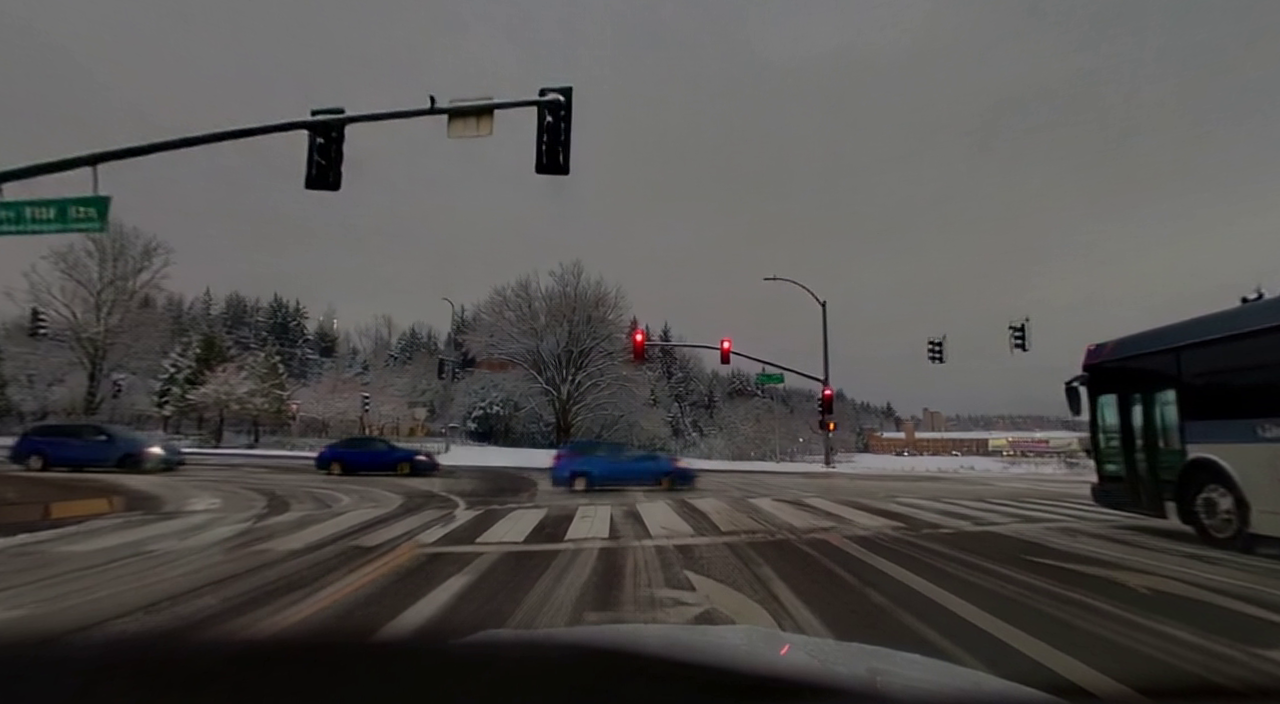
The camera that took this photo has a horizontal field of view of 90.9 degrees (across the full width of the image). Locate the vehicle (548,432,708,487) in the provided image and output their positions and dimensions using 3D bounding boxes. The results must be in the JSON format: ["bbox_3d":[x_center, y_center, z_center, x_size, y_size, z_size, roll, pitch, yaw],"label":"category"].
[{"bbox_3d":[-0.407,3.627,21.270,5.014,1.675,1.906,4,-9,-18],"label":"vehicle"}]

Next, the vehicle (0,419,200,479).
[{"bbox_3d":[-16.775,2.996,19.570,4.626,1.710,1.891,3,-9,-18],"label":"vehicle"}]

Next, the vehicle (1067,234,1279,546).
[{"bbox_3d":[9.574,0.151,5.895,2.916,4.009,13.397,-1,-9,5],"label":"vehicle"}]

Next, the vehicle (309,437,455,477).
[{"bbox_3d":[-10.212,4.180,25.398,5.203,1.488,1.907,3,-9,-18],"label":"vehicle"}]
